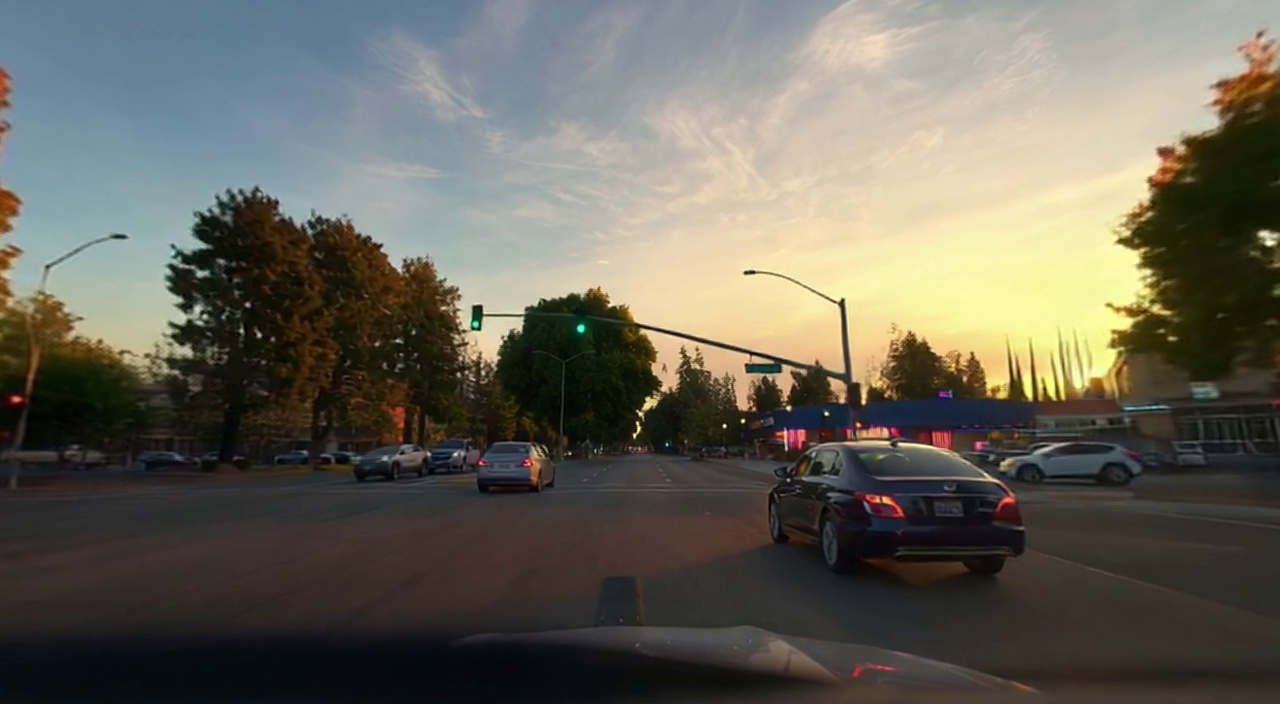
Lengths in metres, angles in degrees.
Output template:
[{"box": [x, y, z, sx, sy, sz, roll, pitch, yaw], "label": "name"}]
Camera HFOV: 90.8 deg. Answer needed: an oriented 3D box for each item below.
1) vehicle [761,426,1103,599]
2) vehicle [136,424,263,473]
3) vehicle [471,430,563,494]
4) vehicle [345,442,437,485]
[{"box": [3.063, 1.785, 8.060, 1.975, 1.502, 4.787, 0, -9, -2], "label": "vehicle"}, {"box": [-34.491, 7.599, 49.728, 7.384, 3.665, 3.220, 0, -8, -1], "label": "vehicle"}, {"box": [-3.782, 3.482, 20.270, 1.997, 1.806, 4.500, 0, -9, 0], "label": "vehicle"}, {"box": [-10.181, 4.560, 26.238, 1.942, 1.576, 4.567, -1, -9, 0], "label": "vehicle"}]
